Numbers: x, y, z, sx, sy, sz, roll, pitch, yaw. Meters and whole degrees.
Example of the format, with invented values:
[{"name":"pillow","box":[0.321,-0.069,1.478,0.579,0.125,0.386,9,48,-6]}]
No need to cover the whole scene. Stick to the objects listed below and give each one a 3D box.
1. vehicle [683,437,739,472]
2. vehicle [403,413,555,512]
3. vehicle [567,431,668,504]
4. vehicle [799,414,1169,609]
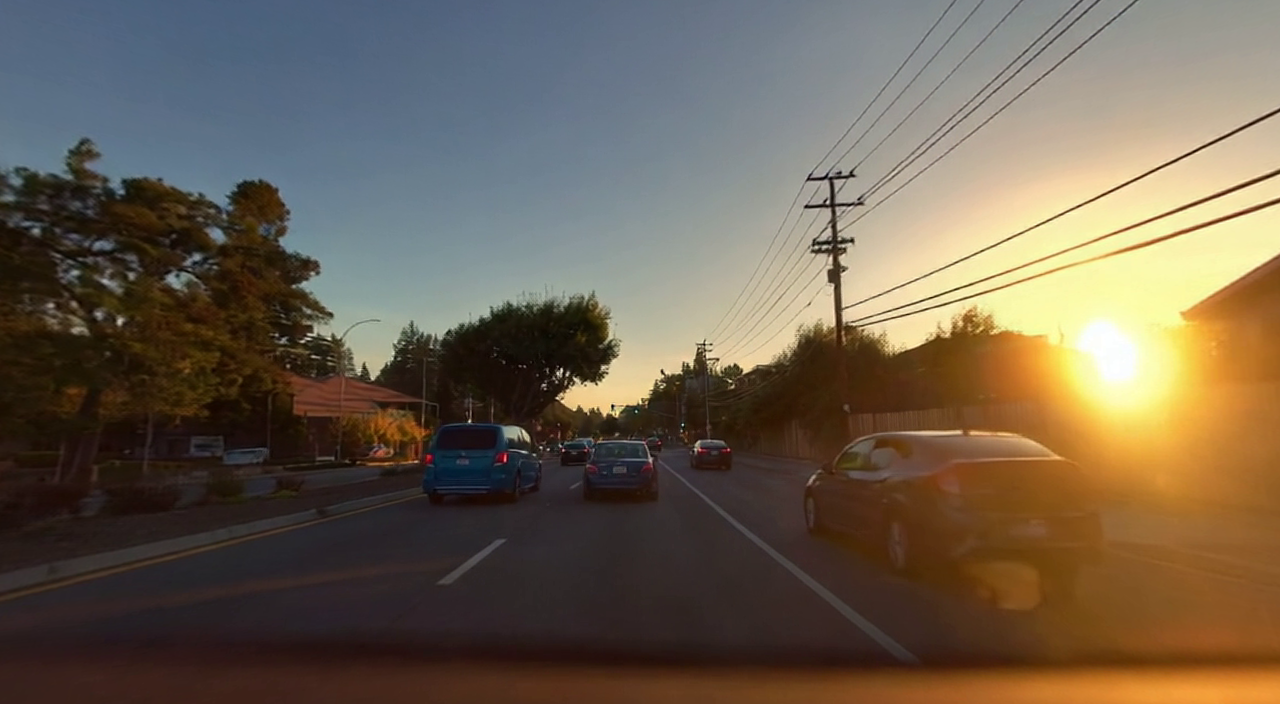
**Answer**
[{"name":"vehicle","box":[3.138,4.635,28.792,1.878,1.479,4.461,0,-9,-2]},{"name":"vehicle","box":[-3.363,2.440,14.346,2.092,1.839,4.736,0,-9,1]},{"name":"vehicle","box":[-0.455,2.714,15.171,2.097,1.511,3.809,0,-9,0]},{"name":"vehicle","box":[3.198,1.540,6.912,1.880,1.521,3.724,0,-9,-1]}]
